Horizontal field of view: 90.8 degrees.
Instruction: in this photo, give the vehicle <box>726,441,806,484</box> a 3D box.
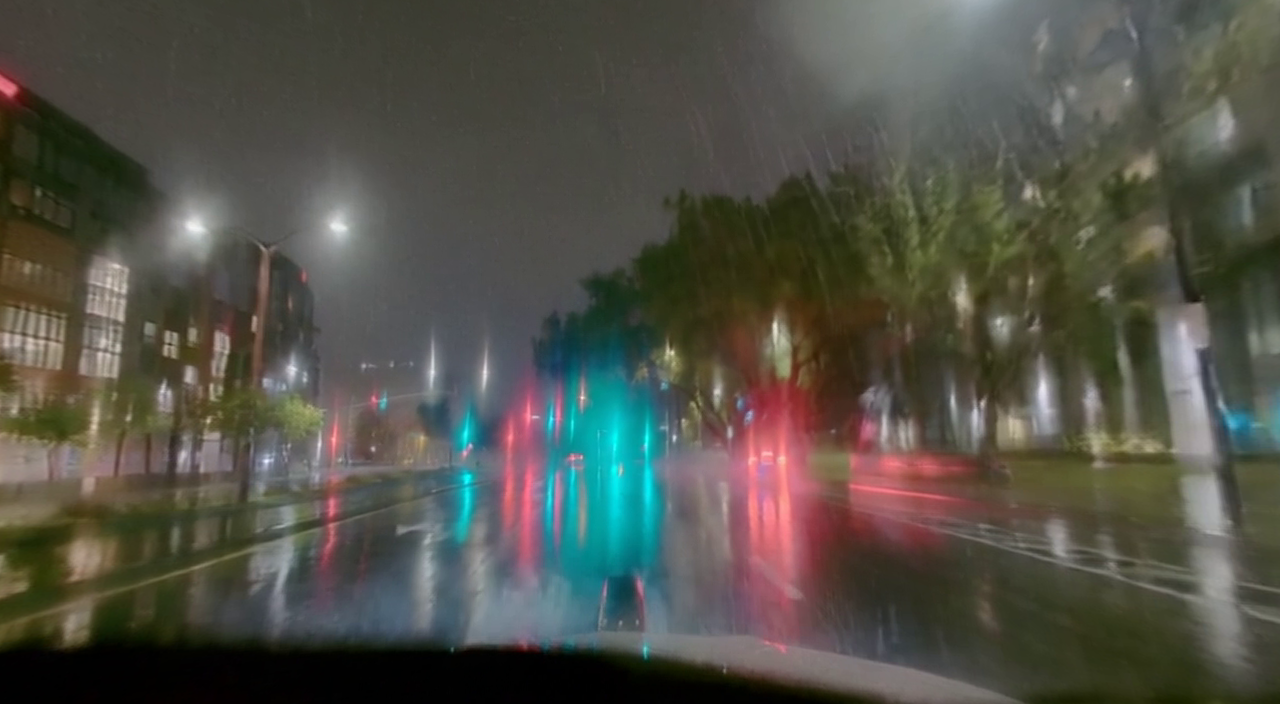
[{"bbox_3d":[5.240,4.684,27.064,2.042,1.635,4.858,1,-9,-5],"label":"vehicle"}]
